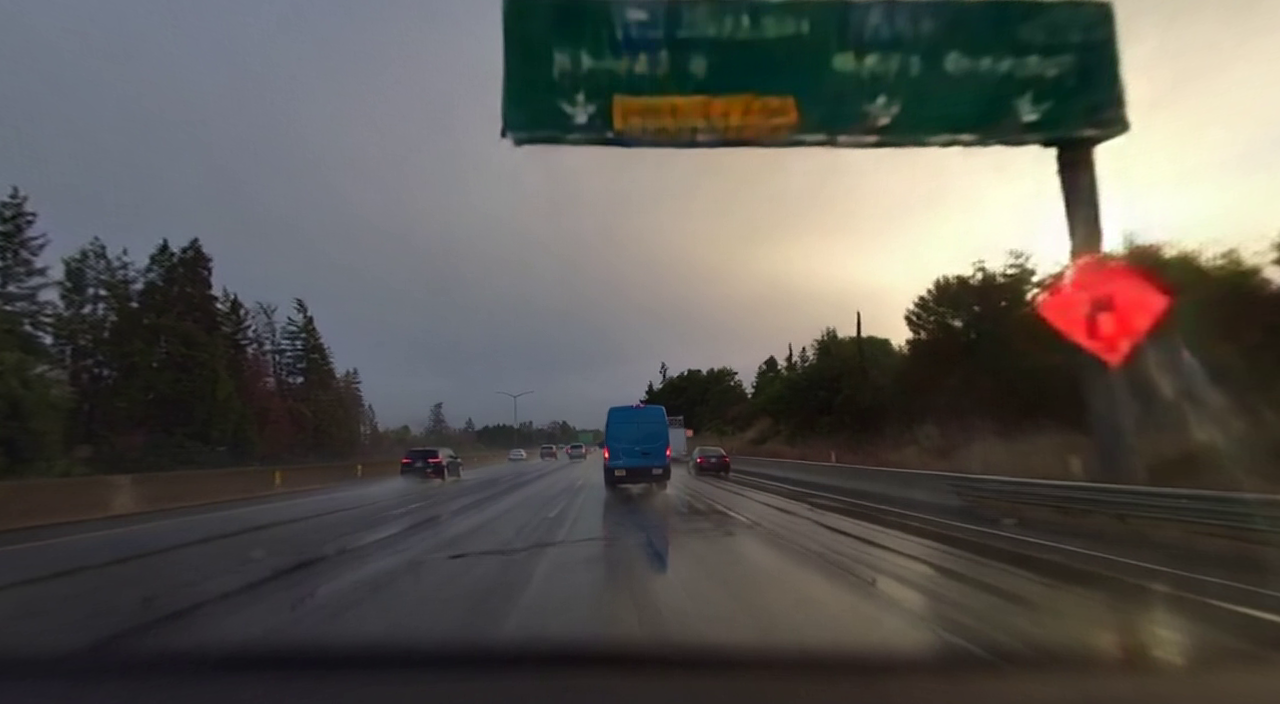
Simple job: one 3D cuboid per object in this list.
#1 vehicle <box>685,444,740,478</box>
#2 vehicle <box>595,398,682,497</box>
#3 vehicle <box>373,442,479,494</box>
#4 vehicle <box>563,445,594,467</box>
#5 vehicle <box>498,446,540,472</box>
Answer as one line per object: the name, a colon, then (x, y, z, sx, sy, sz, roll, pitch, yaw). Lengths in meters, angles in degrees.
vehicle: (3.399, 5.227, 30.426, 2.015, 1.491, 4.732, 0, -9, -1)
vehicle: (-0.175, 2.884, 19.062, 2.268, 2.551, 5.144, 0, -9, -3)
vehicle: (-6.913, 3.786, 20.807, 2.003, 1.498, 4.386, 0, -9, 0)
vehicle: (-4.515, 7.737, 46.605, 2.002, 1.536, 4.021, 0, -9, -2)
vehicle: (-7.683, 6.801, 40.092, 2.026, 1.506, 4.102, 0, -9, -3)
